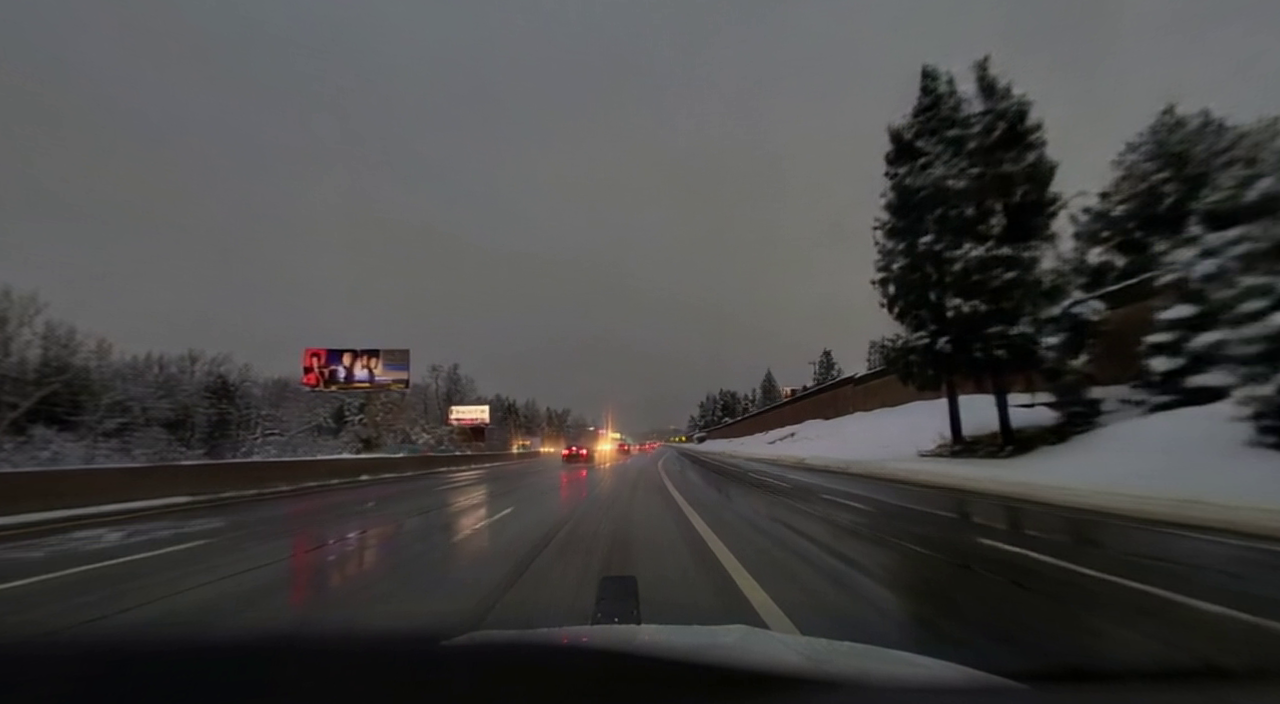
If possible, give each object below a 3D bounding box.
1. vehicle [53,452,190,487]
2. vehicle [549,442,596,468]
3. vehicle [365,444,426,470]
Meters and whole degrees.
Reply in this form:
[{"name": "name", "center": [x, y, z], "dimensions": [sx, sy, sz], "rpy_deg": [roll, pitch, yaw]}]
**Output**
[{"name": "vehicle", "center": [-21.889, 4.946, 26.957], "dimensions": [1.880, 1.321, 4.644], "rpy_deg": [0, -8, 1]}, {"name": "vehicle", "center": [-3.959, 6.111, 37.660], "dimensions": [2.078, 1.457, 4.648], "rpy_deg": [0, -8, 3]}, {"name": "vehicle", "center": [-14.552, 6.274, 37.860], "dimensions": [1.927, 1.463, 3.932], "rpy_deg": [0, -8, 3]}]
